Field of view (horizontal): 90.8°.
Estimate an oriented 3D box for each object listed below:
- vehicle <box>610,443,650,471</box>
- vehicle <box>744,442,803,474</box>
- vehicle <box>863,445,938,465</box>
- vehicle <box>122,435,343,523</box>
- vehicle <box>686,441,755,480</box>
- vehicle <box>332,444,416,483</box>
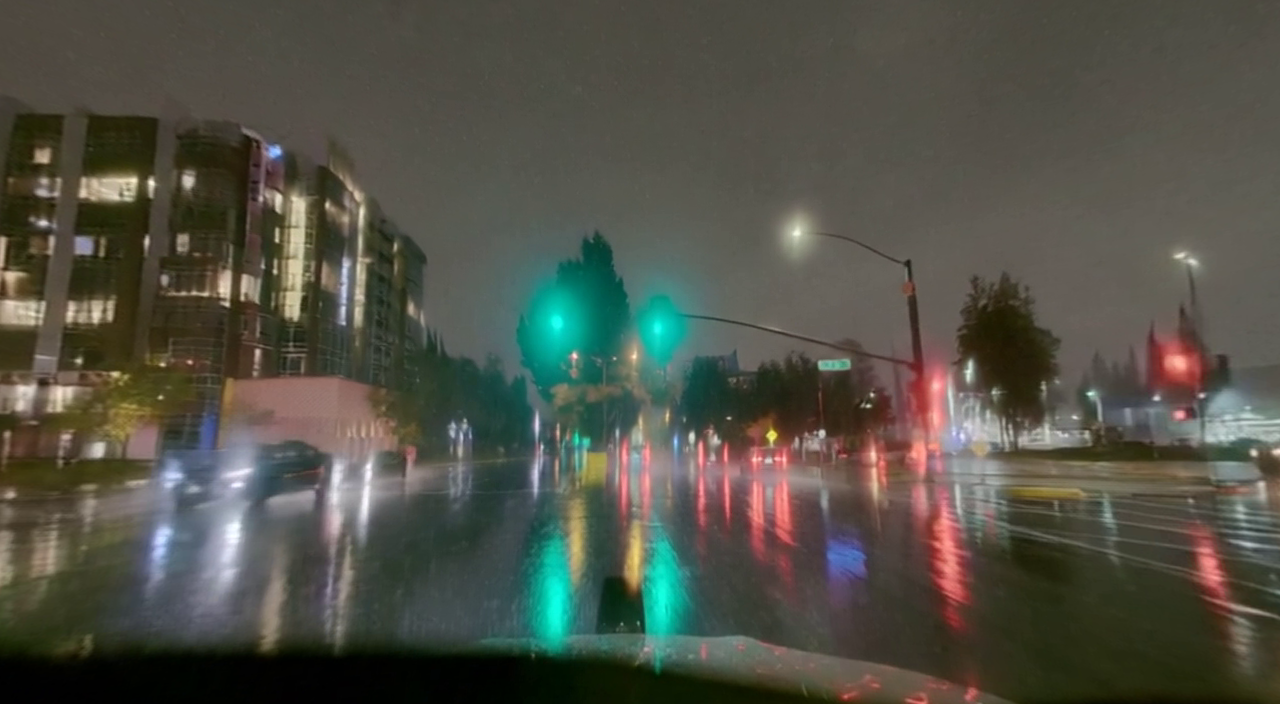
[{"bbox_3d":[-0.549,5.901,35.825,2.143,1.480,4.006,0,-8,-1],"label":"vehicle"},{"bbox_3d":[6.643,5.329,31.977,1.861,1.473,4.393,0,-8,-2],"label":"vehicle"},{"bbox_3d":[19.449,7.709,47.299,4.712,1.460,1.893,0,-9,-3],"label":"vehicle"},{"bbox_3d":[-8.997,2.807,14.582,2.160,1.689,4.451,0,-8,-1],"label":"vehicle"},{"bbox_3d":[3.306,4.556,26.925,2.226,1.490,4.593,0,-8,-2],"label":"vehicle"},{"bbox_3d":[-12.357,5.177,29.705,2.004,1.669,4.487,0,-8,0],"label":"vehicle"}]
